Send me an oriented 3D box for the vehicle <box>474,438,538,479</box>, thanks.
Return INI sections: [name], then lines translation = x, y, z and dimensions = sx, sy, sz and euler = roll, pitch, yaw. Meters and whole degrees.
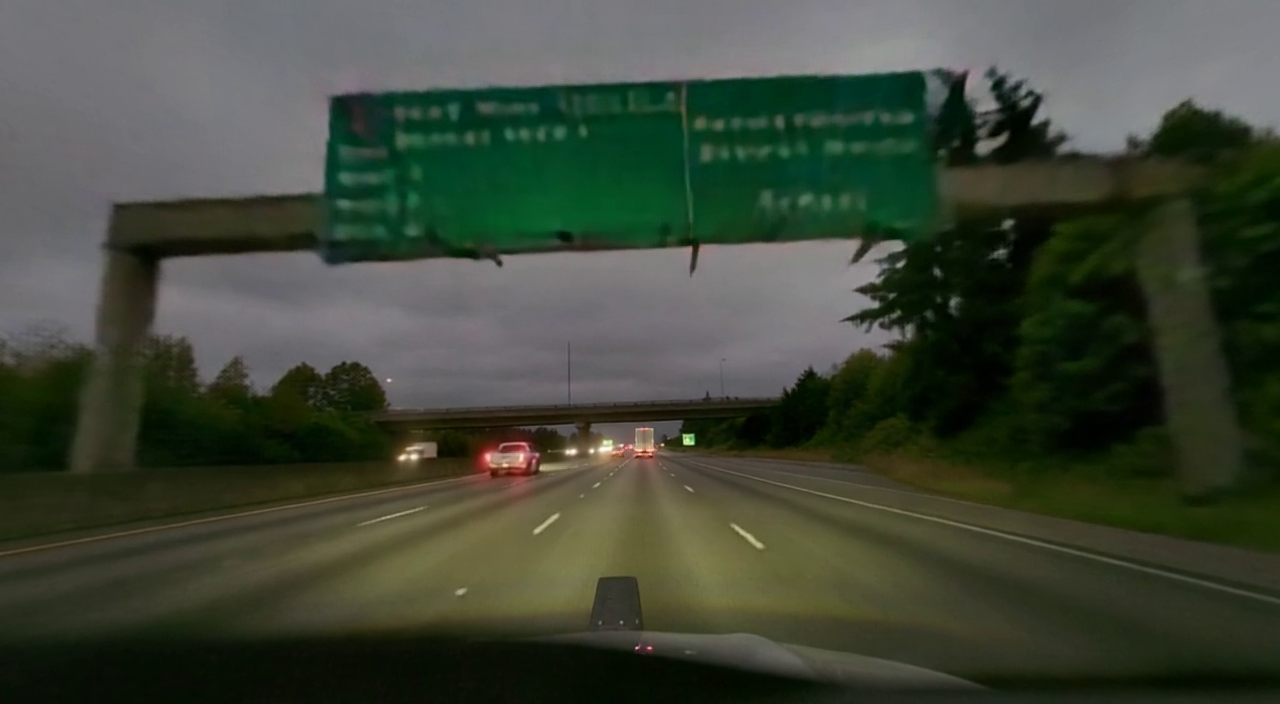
[vehicle]
translation = -6.840, 5.489, 32.860
dimensions = 2.195, 1.940, 5.154
euler = 0, -9, 0
